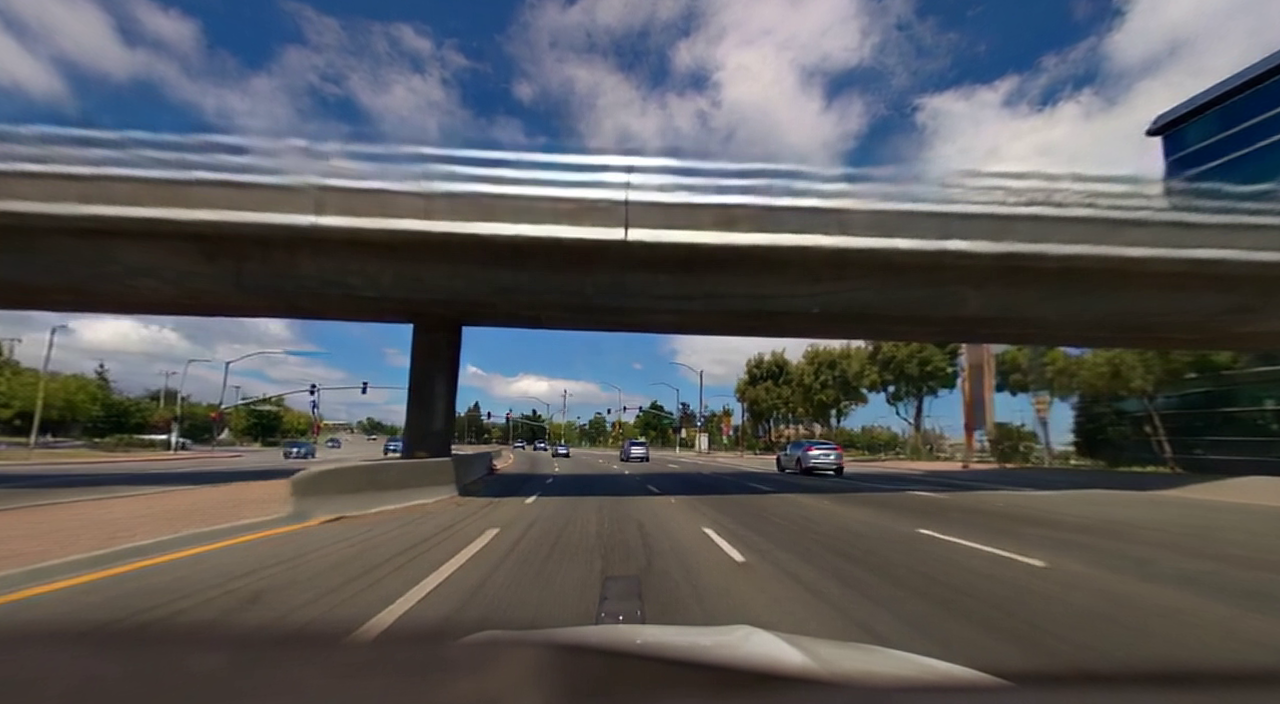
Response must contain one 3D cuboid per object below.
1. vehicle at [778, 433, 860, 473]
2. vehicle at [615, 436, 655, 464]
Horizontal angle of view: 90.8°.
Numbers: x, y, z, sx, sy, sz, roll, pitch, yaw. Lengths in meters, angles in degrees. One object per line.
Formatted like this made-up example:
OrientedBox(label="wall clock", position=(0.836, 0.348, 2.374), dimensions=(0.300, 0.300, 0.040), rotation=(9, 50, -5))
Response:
OrientedBox(label="vehicle", position=(8.359, 4.764, 30.021), dimensions=(2.130, 1.741, 4.665), rotation=(1, -8, -5))
OrientedBox(label="vehicle", position=(-0.372, 6.346, 40.963), dimensions=(2.024, 1.724, 3.928), rotation=(1, -9, -9))
